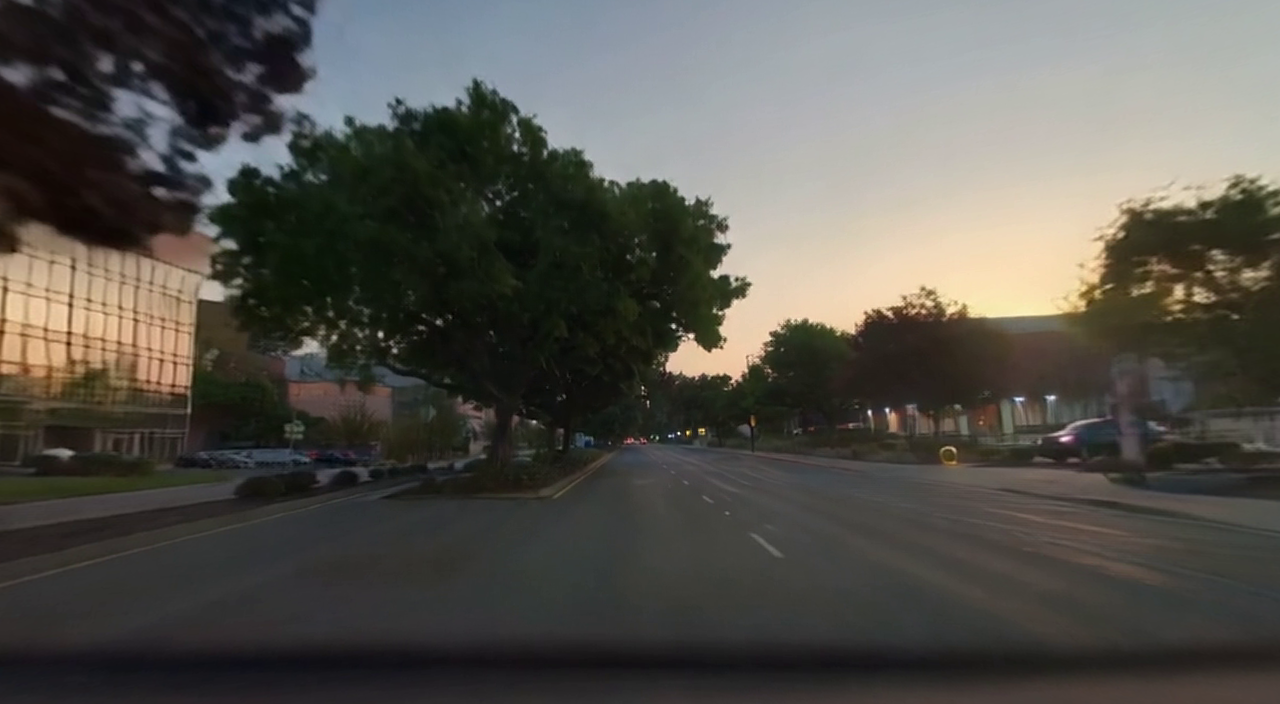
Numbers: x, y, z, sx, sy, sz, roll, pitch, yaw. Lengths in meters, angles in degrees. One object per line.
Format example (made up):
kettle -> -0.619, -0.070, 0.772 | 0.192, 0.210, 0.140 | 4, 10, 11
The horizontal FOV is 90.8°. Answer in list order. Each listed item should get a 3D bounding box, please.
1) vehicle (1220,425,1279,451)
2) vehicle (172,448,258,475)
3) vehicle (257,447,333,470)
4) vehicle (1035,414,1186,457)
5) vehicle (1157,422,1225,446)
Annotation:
vehicle -> 40.003, 5.554, 40.731 | 3.517, 1.432, 1.583 | -4, -8, 0
vehicle -> -32.382, 8.328, 48.240 | 4.993, 1.886, 2.122 | 8, -13, -43
vehicle -> -26.671, 8.238, 49.006 | 4.673, 1.717, 2.044 | 0, -9, 1
vehicle -> 19.995, 3.593, 27.034 | 4.656, 1.752, 2.309 | 0, -9, -4
vehicle -> 40.432, 6.045, 46.364 | 3.438, 1.405, 1.601 | -4, -8, -5
